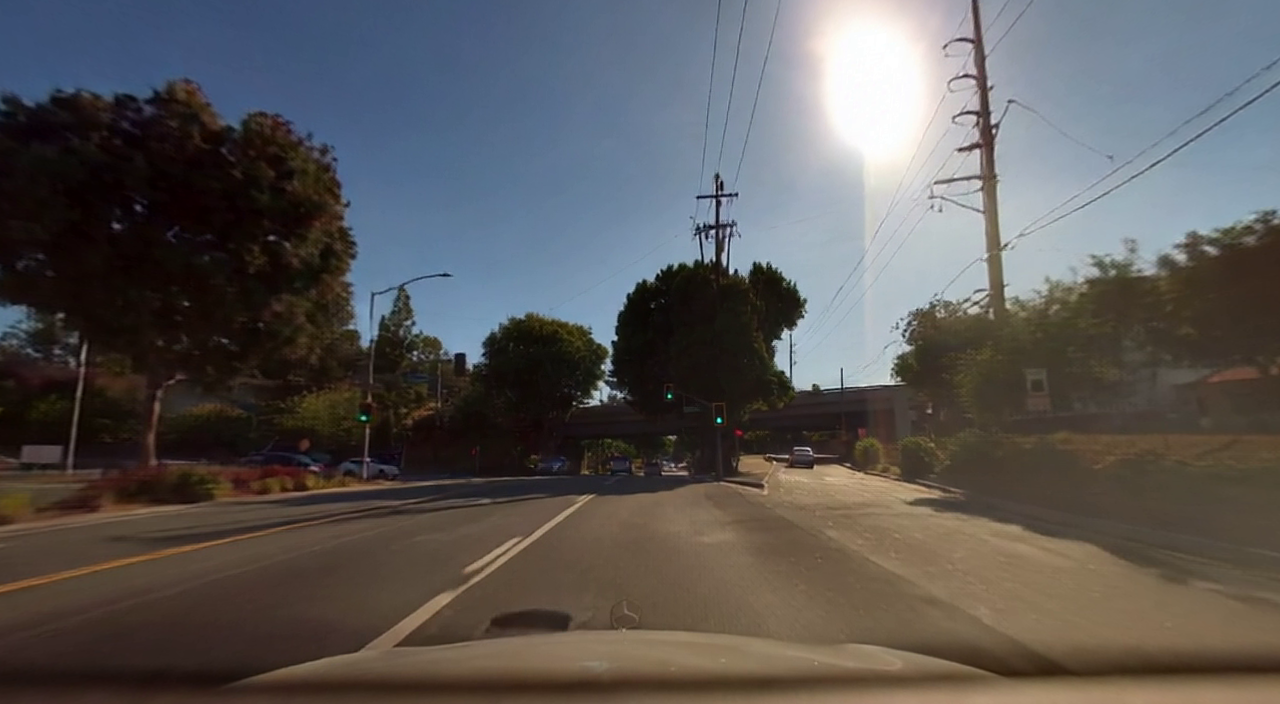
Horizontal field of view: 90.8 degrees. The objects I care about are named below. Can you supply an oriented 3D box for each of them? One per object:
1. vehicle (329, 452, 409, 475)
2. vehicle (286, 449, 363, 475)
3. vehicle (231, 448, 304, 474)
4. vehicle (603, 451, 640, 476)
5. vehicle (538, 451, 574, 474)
[{"bbox_3d":[-19.172,7.917,44.805,4.775,1.531,1.989,-1,-8,2],"label":"vehicle"},{"bbox_3d":[-20.374,7.111,40.961,3.877,1.623,2.049,0,-8,-3],"label":"vehicle"},{"bbox_3d":[-26.765,7.790,45.384,4.598,1.765,1.955,-3,-9,21],"label":"vehicle"},{"bbox_3d":[-1.185,7.465,42.489,1.997,1.542,4.202,-1,-8,5],"label":"vehicle"},{"bbox_3d":[-6.345,8.410,48.231,1.886,1.654,4.037,-1,-9,5],"label":"vehicle"}]
